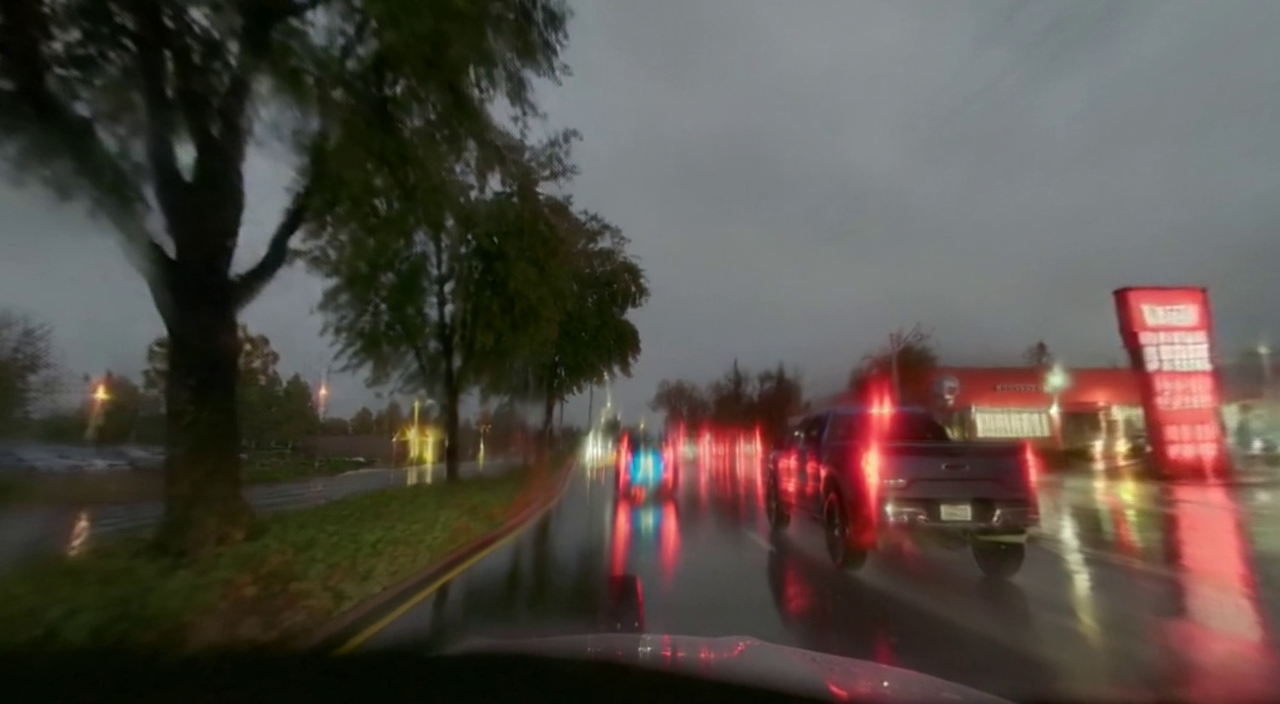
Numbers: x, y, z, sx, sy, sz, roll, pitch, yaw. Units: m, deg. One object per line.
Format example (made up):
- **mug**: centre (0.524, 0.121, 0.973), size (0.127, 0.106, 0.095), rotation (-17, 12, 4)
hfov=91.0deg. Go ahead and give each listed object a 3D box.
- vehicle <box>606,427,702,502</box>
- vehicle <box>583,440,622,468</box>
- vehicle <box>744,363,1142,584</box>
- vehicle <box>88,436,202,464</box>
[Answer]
- **vehicle**: centre (0.313, 2.811, 16.083), size (2.145, 1.650, 4.021), rotation (0, -9, 0)
- **vehicle**: centre (-2.153, 5.679, 35.246), size (1.960, 1.475, 4.161), rotation (1, -9, -6)
- **vehicle**: centre (3.407, 1.608, 9.125), size (2.731, 2.101, 6.047), rotation (0, -9, 0)
- **vehicle**: centre (-32.646, 6.469, 41.630), size (5.603, 1.772, 2.150), rotation (1, -9, -3)
